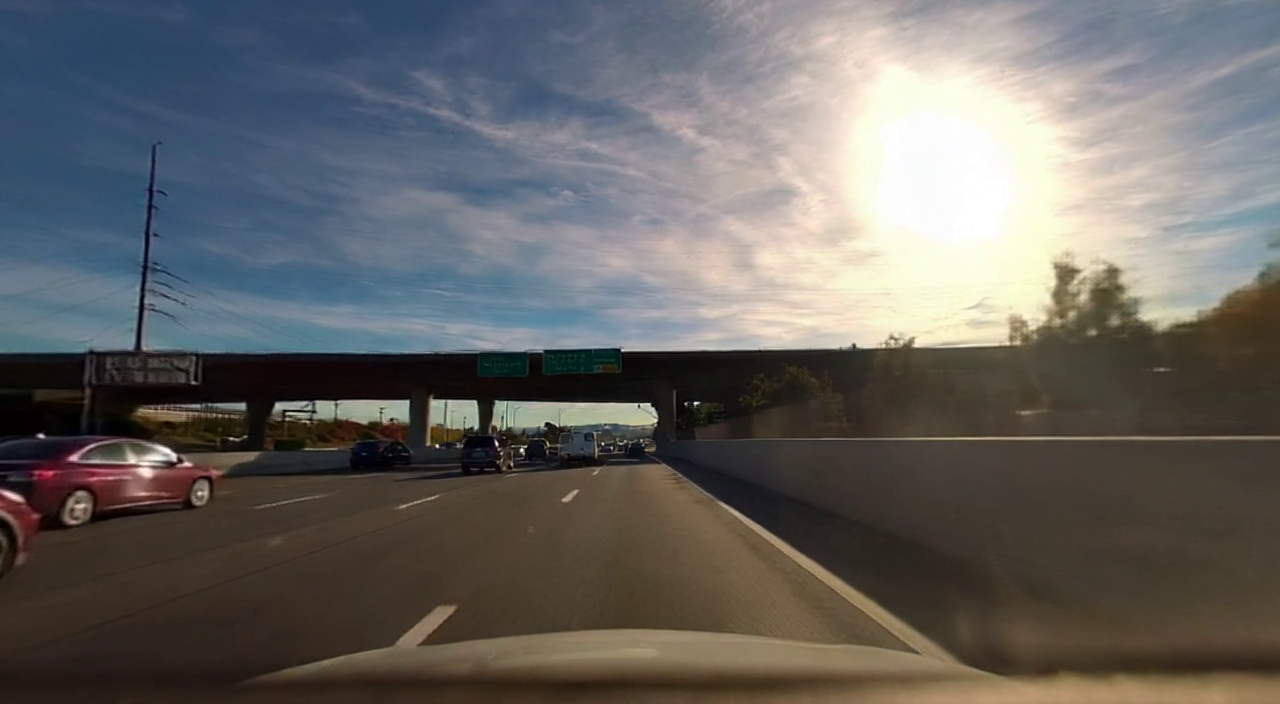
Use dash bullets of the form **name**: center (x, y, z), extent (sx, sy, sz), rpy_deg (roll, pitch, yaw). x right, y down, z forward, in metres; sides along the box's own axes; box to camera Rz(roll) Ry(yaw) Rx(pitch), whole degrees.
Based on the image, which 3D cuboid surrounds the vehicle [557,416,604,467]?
- **vehicle**: center (-3.504, 5.492, 38.434), extent (2.301, 2.843, 6.458), rpy_deg (0, -8, -1)

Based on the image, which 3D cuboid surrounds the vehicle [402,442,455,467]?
- **vehicle**: center (-13.605, 6.612, 40.638), extent (1.899, 1.485, 4.368), rpy_deg (0, -8, 0)

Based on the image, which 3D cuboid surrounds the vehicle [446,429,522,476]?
- **vehicle**: center (-6.953, 4.542, 28.532), extent (2.179, 1.948, 4.618), rpy_deg (0, -8, 1)

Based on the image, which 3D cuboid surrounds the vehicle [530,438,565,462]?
- **vehicle**: center (-7.184, 7.679, 49.382), extent (2.109, 1.784, 4.709), rpy_deg (0, -8, -1)

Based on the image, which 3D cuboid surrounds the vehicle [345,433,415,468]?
- **vehicle**: center (-17.140, 6.546, 41.813), extent (2.258, 2.139, 5.495), rpy_deg (0, -8, 1)

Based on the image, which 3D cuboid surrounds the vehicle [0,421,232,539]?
- **vehicle**: center (-10.108, 2.235, 11.613), extent (1.940, 1.706, 4.678), rpy_deg (0, -8, 0)
